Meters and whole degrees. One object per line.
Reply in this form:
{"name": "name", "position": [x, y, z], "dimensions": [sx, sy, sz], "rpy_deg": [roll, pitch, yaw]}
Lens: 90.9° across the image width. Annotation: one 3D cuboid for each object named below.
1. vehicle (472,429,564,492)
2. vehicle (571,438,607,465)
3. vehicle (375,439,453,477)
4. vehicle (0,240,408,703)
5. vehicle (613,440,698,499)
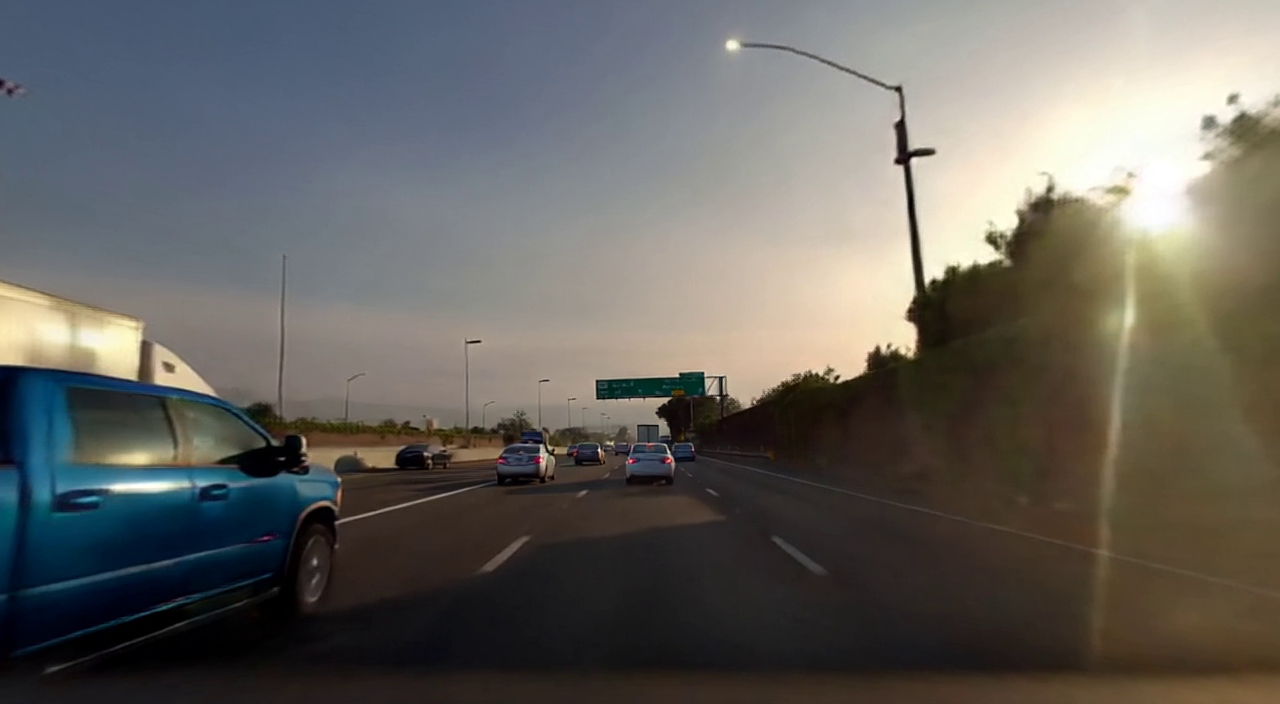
{"name": "vehicle", "position": [-3.632, 3.312, 19.528], "dimensions": [1.903, 1.721, 4.210], "rpy_deg": [0, -8, 1]}
{"name": "vehicle", "position": [-3.252, 6.443, 40.886], "dimensions": [1.897, 1.646, 4.049], "rpy_deg": [0, -8, 1]}
{"name": "vehicle", "position": [-10.407, 4.880, 29.369], "dimensions": [1.941, 1.602, 4.277], "rpy_deg": [0, -8, 2]}
{"name": "vehicle", "position": [-3.436, 0.747, 3.026], "dimensions": [2.269, 2.060, 5.933], "rpy_deg": [0, -8, 1]}
{"name": "vehicle", "position": [0.376, 3.153, 17.394], "dimensions": [2.054, 1.421, 4.090], "rpy_deg": [0, -8, 0]}
